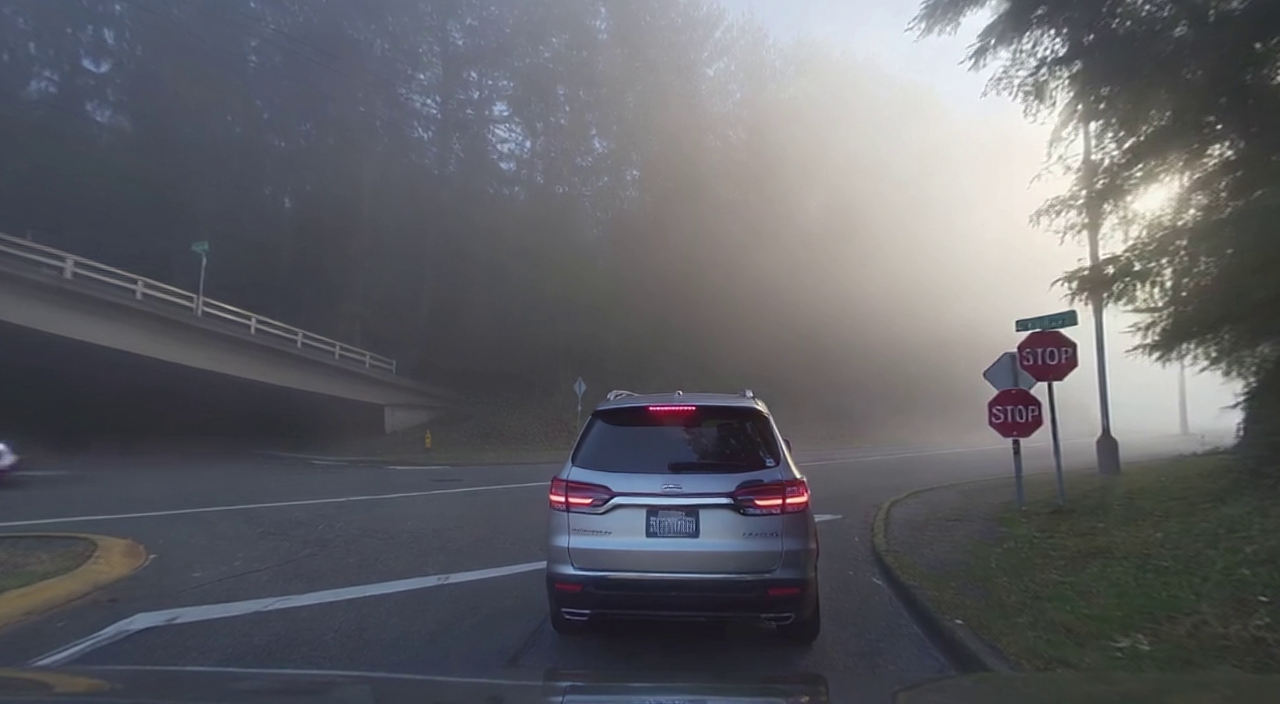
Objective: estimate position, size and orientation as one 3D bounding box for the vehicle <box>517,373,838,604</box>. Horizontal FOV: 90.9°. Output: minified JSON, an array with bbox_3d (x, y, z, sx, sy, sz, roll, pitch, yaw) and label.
[{"bbox_3d":[0.314,1.395,7.187,2.494,1.804,4.336,0,-9,1],"label":"vehicle"}]
